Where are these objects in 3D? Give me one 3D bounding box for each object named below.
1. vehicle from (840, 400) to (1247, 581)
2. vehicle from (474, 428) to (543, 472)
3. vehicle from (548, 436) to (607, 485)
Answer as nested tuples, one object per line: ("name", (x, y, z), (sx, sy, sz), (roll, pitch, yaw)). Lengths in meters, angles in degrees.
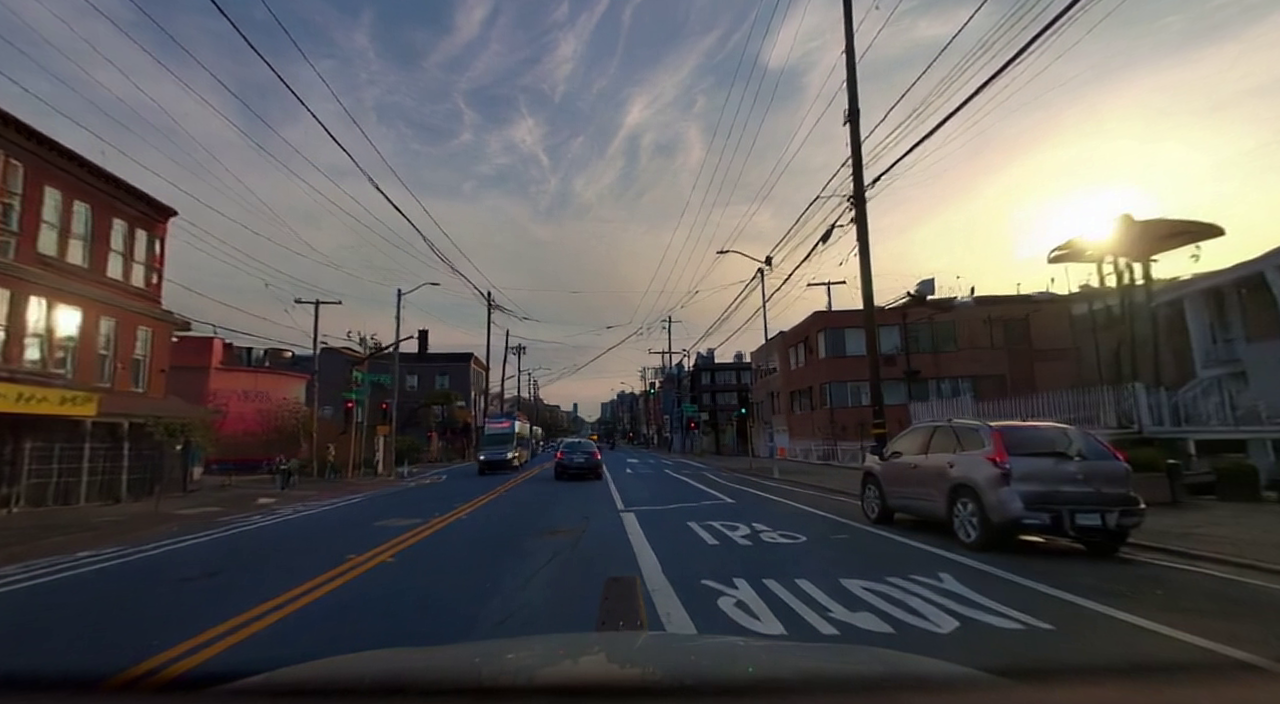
("vehicle", (5.276, 1.895, 9.688), (2.197, 1.917, 5.637), (0, -8, -4))
("vehicle", (-7.490, 5.723, 37.088), (2.704, 2.334, 7.209), (0, -8, -2))
("vehicle", (-2.246, 3.995, 23.557), (1.980, 1.635, 3.795), (0, -8, -3))
